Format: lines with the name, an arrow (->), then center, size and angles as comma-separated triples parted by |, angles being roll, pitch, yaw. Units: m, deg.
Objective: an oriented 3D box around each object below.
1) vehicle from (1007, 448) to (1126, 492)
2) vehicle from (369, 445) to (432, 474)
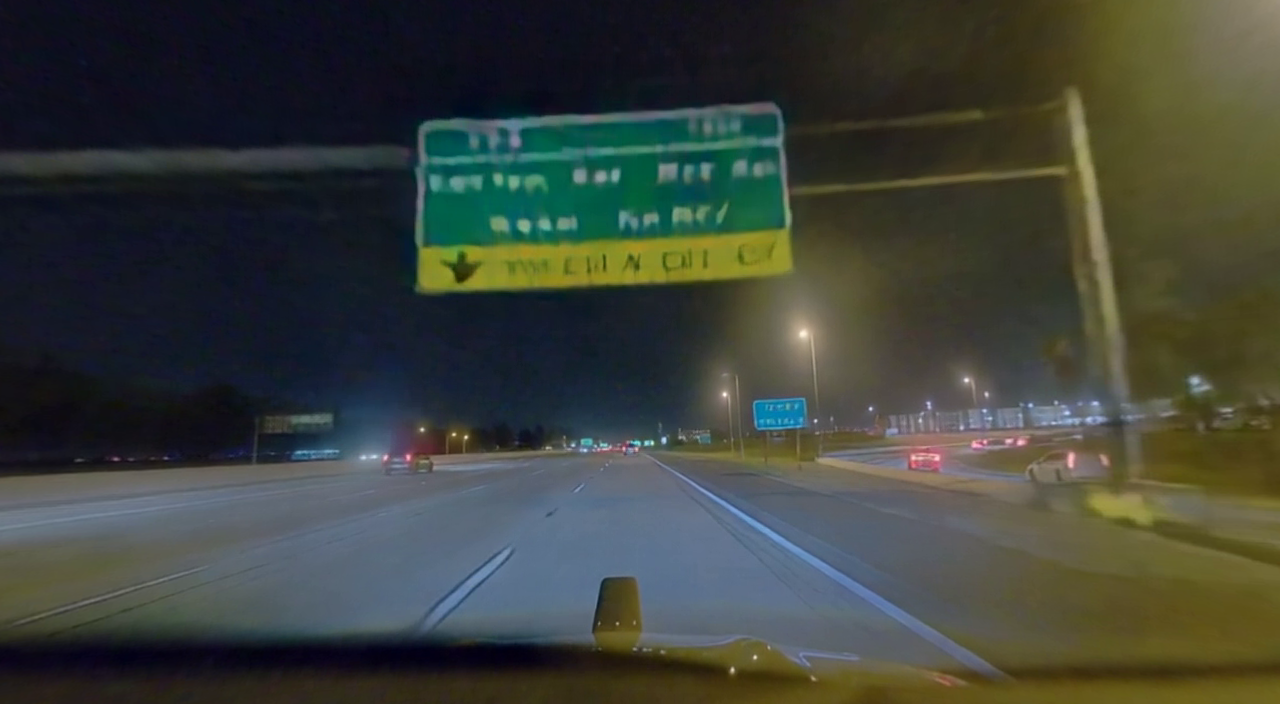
vehicle -> 19.242, 5.304, 28.863 | 2.172, 1.778, 5.085 | -1, -8, 5
vehicle -> -14.327, 6.421, 38.044 | 2.057, 1.619, 4.443 | 0, -8, 0
